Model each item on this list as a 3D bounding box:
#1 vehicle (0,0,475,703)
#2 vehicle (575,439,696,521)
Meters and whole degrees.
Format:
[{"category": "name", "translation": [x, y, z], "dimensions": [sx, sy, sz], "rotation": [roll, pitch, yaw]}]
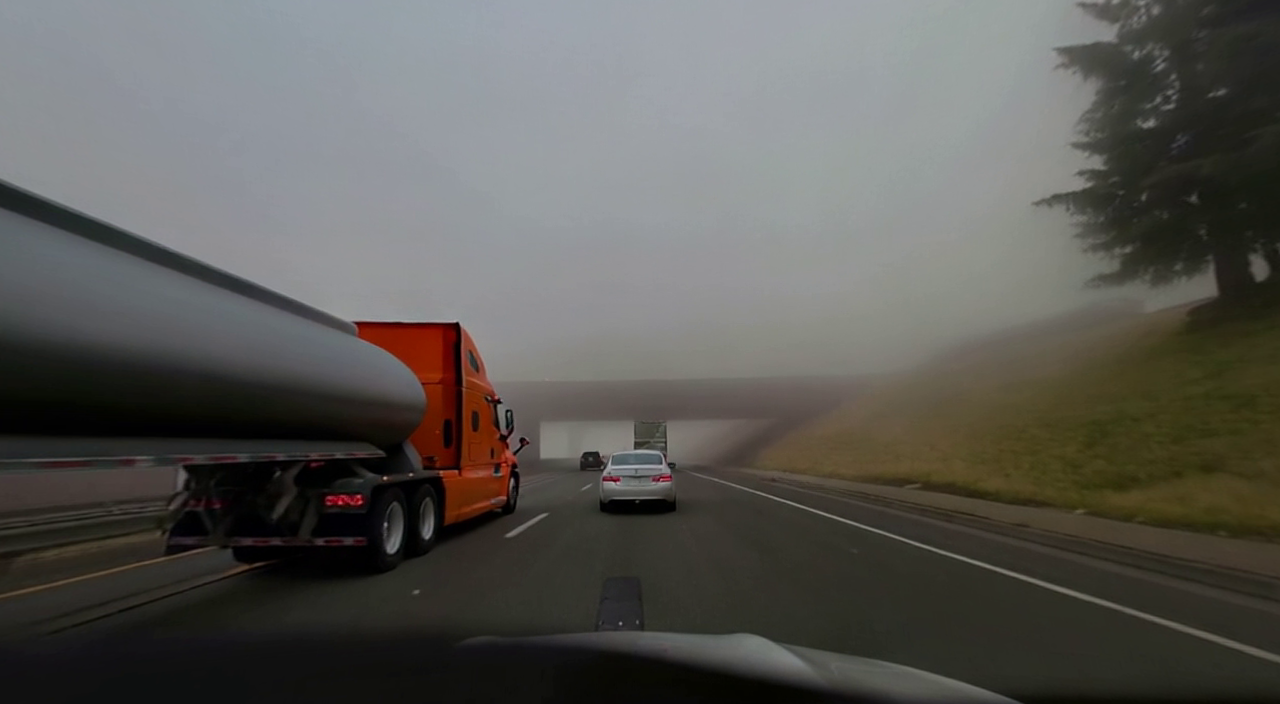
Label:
[{"category": "vehicle", "translation": [-4.275, 0.077, 2.768], "dimensions": [2.896, 3.563, 14.643], "rotation": [0, -9, 1]}, {"category": "vehicle", "translation": [-0.091, 2.691, 13.798], "dimensions": [2.215, 1.481, 4.246], "rotation": [0, -9, 0]}]
